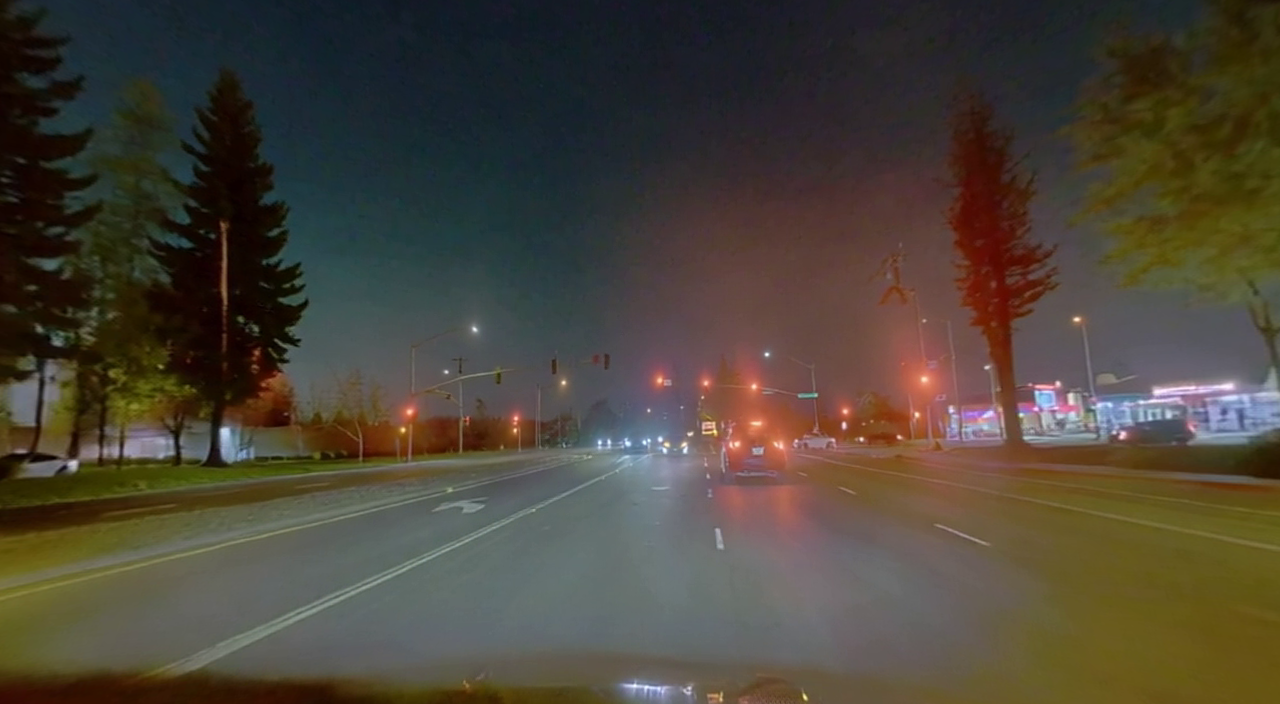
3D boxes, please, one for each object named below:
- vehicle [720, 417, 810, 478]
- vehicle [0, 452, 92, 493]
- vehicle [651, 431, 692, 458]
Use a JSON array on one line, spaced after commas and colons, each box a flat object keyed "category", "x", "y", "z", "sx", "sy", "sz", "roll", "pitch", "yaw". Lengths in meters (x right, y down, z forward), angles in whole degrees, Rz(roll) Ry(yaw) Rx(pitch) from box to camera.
[{"category": "vehicle", "x": 3.805, "y": 2.992, "z": 19.940, "sx": 2.213, "sy": 1.715, "sz": 4.242, "roll": -1, "pitch": -8, "yaw": 4}, {"category": "vehicle", "x": -24.623, "y": 4.875, "z": 25.844, "sx": 4.538, "sy": 1.469, "sz": 1.912, "roll": -5, "pitch": -9, "yaw": 33}, {"category": "vehicle", "x": 1.911, "y": 5.460, "z": 37.200, "sx": 2.100, "sy": 1.469, "sz": 3.872, "roll": -1, "pitch": -8, "yaw": 7}]
